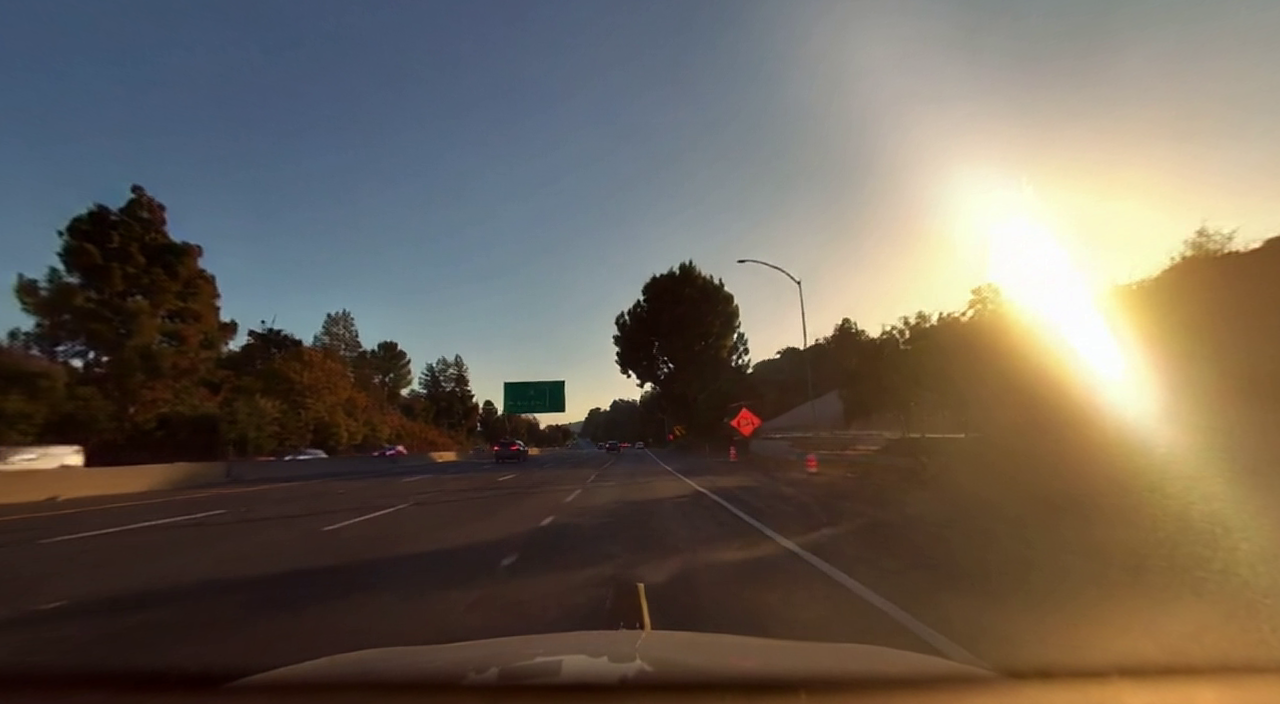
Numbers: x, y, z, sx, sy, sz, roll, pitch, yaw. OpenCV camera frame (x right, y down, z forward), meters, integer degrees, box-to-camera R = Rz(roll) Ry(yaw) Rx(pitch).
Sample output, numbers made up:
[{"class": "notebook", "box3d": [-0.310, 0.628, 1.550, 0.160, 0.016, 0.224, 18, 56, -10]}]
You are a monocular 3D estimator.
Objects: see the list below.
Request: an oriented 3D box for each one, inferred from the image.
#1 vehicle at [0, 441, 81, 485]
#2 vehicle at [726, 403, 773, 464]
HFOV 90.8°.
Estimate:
[{"class": "vehicle", "box3d": [-28.440, 4.910, 28.073, 2.264, 1.879, 5.322, 0, -8, -1]}, {"class": "vehicle", "box3d": [6.677, 5.029, 38.828, 2.397, 3.584, 2.509, 0, -8, 1]}]
